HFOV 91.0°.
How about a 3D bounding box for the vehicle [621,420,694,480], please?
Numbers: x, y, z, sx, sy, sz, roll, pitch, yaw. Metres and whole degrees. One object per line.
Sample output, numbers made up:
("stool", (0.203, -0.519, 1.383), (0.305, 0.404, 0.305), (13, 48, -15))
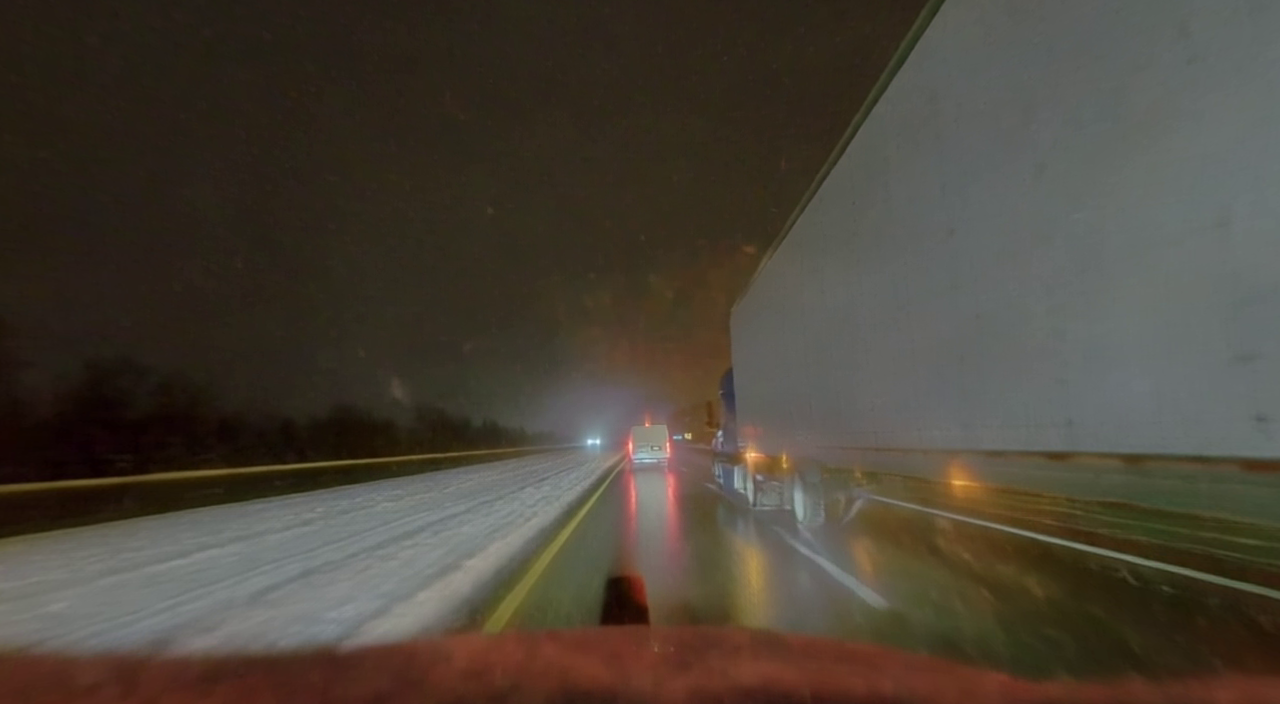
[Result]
("vehicle", (0.627, 3.639, 23.590), (2.469, 2.027, 4.554), (0, -8, 1))

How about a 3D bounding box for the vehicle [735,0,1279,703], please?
("vehicle", (3.967, -0.023, 5.081), (3.892, 4.216, 16.830), (0, -8, 0))
